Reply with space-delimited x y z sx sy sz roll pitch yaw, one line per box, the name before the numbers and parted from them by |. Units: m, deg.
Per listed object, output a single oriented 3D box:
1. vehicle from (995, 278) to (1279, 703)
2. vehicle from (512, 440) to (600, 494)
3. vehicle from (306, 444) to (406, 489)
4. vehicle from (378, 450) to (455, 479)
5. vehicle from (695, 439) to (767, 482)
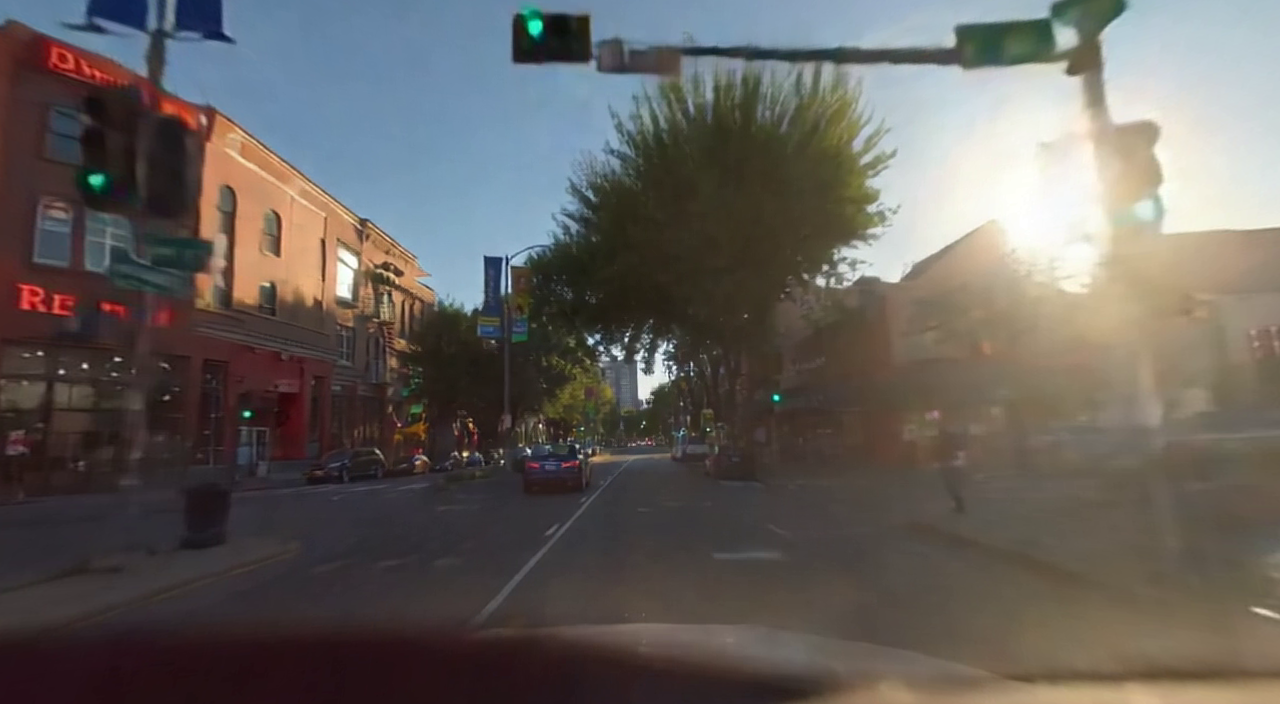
vehicle | 3.125 0.488 0.723 2.286 1.777 5.366 0 -8 0
vehicle | -2.421 3.444 19.350 2.030 1.436 4.388 0 -8 1
vehicle | -12.316 4.850 27.199 4.737 1.741 2.092 -8 -11 41
vehicle | -12.381 6.143 34.802 4.305 1.463 2.020 -7 -11 39
vehicle | 3.346 4.100 24.137 1.950 1.462 4.807 0 -8 -1
